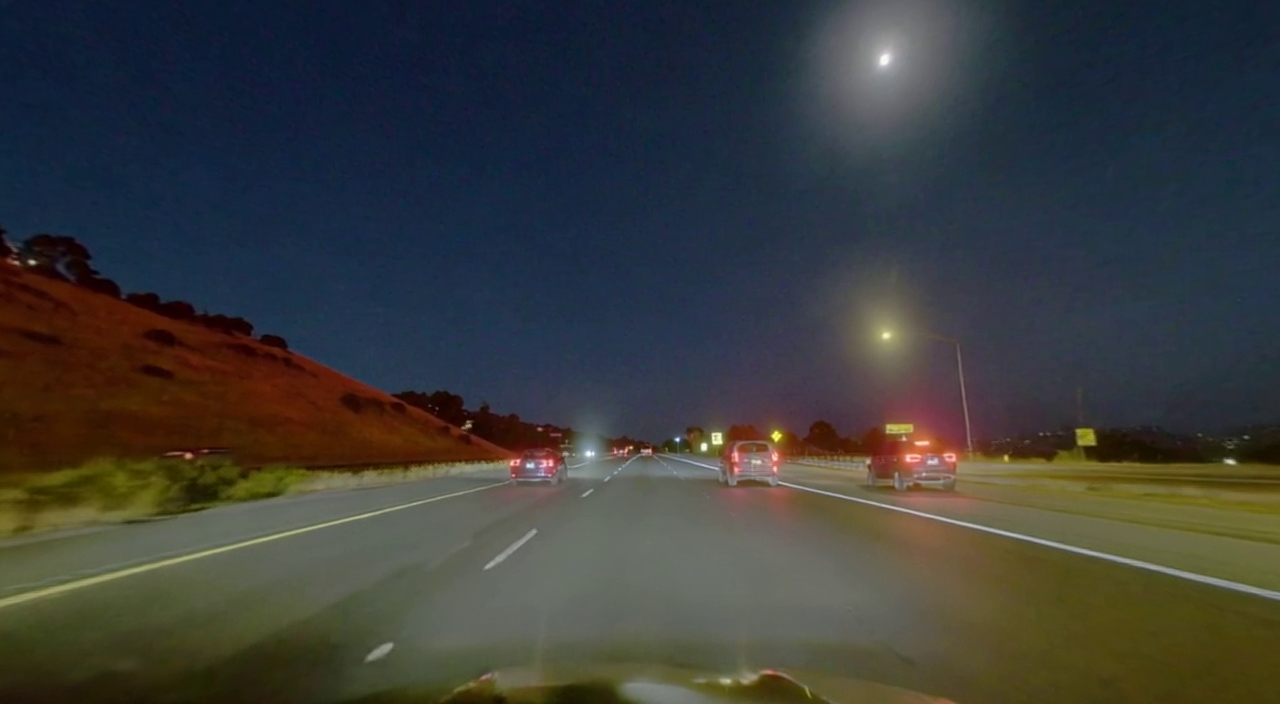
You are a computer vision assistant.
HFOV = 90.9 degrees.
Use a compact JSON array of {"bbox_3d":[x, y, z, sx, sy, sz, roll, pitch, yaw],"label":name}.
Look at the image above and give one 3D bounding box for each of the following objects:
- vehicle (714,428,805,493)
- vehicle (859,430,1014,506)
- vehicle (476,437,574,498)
[{"bbox_3d":[3.888,3.648,21.537,2.121,1.925,5.056,0,-9,0],"label":"vehicle"},{"bbox_3d":[7.645,3.015,16.836,1.998,1.717,4.338,0,-9,0],"label":"vehicle"},{"bbox_3d":[-3.498,3.606,20.097,2.166,1.672,4.388,-1,-9,2],"label":"vehicle"}]
